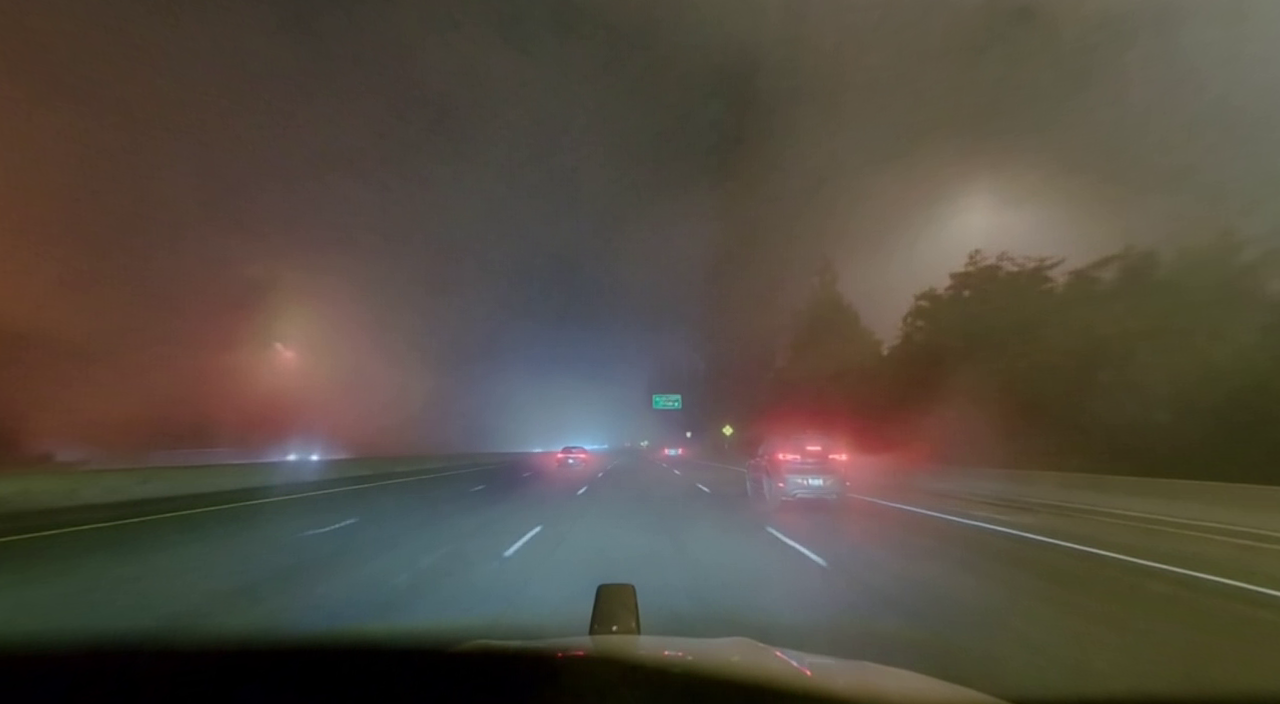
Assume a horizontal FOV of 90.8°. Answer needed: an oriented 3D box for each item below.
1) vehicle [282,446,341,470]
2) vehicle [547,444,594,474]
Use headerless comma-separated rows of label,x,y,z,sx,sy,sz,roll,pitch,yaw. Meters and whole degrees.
vehicle,-22.906,7.380,44.230,1.899,1.536,4.686,0,-8,-4
vehicle,-3.691,5.742,34.170,2.037,1.514,4.335,0,-8,0
